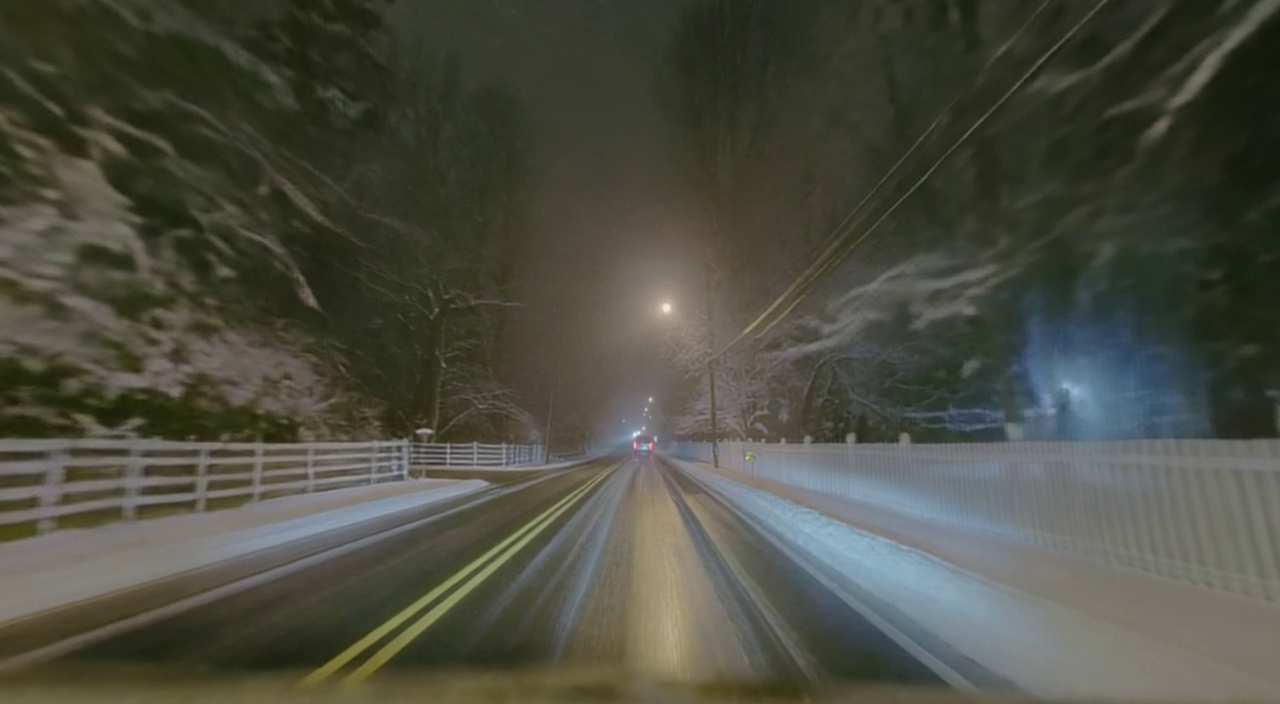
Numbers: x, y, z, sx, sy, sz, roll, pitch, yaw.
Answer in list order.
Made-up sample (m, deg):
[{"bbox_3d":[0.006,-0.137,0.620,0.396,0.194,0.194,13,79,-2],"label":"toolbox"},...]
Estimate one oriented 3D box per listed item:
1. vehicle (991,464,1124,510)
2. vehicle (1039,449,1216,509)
[{"bbox_3d":[15.986,5.153,24.480,2.001,1.450,4.481,1,-8,-2],"label":"vehicle"},{"bbox_3d":[18.768,4.851,24.825,2.269,1.978,6.008,0,-8,1],"label":"vehicle"}]
